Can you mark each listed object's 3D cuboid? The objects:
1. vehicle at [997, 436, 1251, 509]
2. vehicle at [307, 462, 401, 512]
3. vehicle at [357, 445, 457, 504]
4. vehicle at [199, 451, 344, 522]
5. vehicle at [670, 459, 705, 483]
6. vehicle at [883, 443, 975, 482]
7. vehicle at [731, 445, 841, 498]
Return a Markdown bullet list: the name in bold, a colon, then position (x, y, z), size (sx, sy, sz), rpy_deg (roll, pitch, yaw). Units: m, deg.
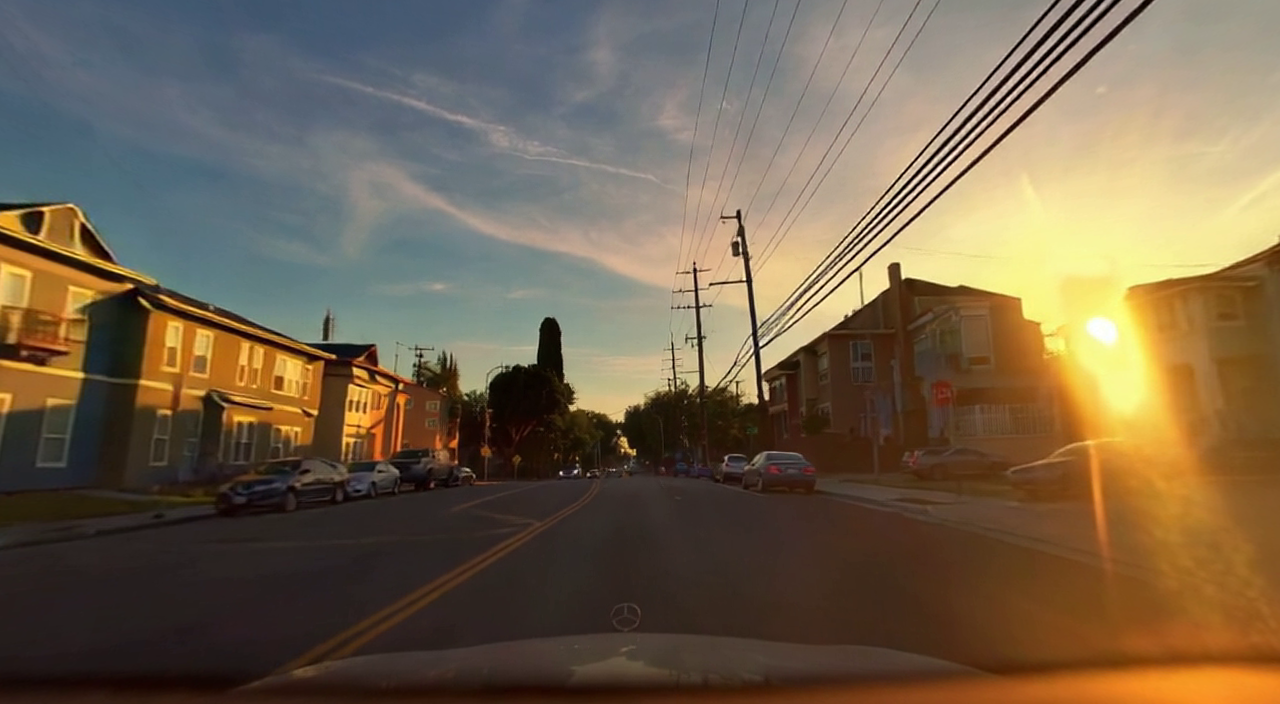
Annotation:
- **vehicle**: position (10.582, 2.603, 13.975), size (4.336, 1.424, 1.954), rpy_deg (1, -9, -11)
- **vehicle**: position (-10.777, 5.069, 24.165), size (1.826, 1.455, 4.475), rpy_deg (-5, -8, -5)
- **vehicle**: position (-10.909, 5.744, 30.261), size (2.687, 2.491, 5.936), rpy_deg (0, -9, -2)
- **vehicle**: position (-10.447, 3.830, 18.394), size (1.900, 1.683, 4.486), rpy_deg (-2, -10, -6)
- **vehicle**: position (3.387, 8.615, 45.992), size (1.917, 1.434, 4.733), rpy_deg (-2, -9, -3)
- **vehicle**: position (12.913, 4.954, 28.378), size (3.545, 1.448, 2.041), rpy_deg (-5, -4, 24)
- **vehicle**: position (4.578, 3.826, 20.680), size (2.059, 1.502, 4.824), rpy_deg (1, -9, -5)
